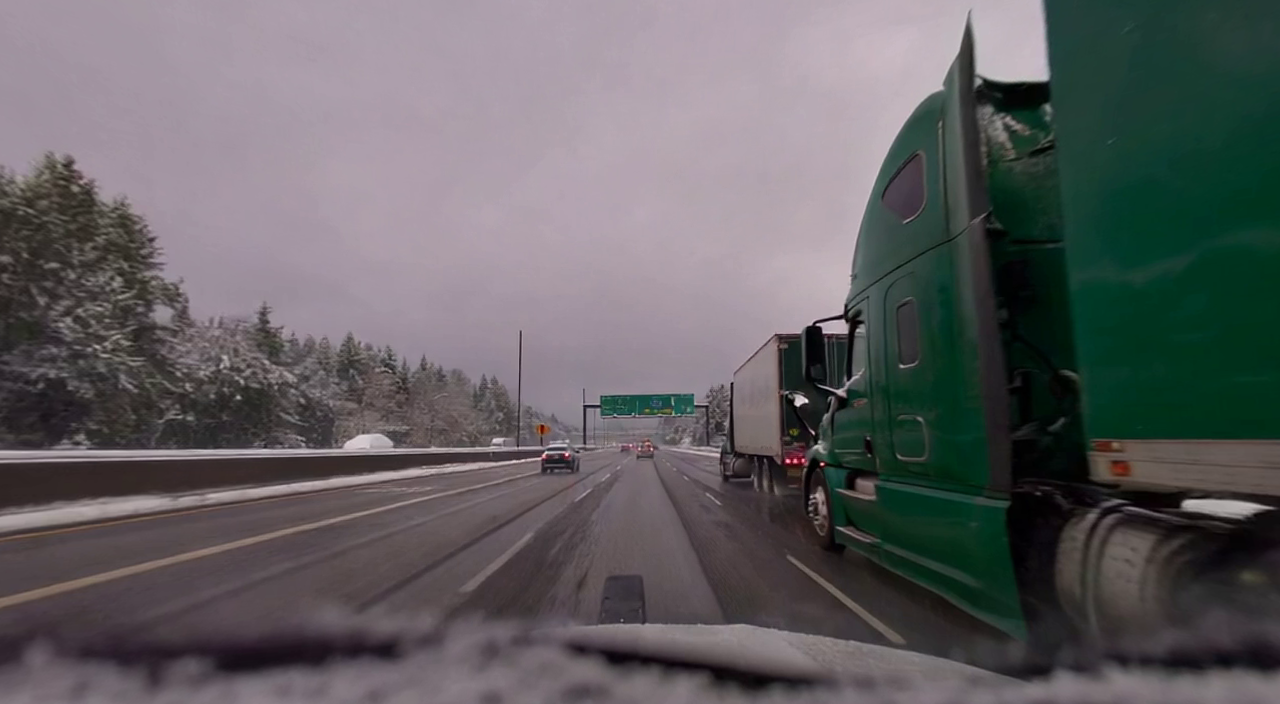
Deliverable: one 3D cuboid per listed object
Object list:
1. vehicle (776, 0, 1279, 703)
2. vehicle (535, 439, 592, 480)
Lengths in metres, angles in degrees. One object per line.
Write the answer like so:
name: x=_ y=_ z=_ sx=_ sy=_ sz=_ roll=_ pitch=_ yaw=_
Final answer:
vehicle: x=3.817 y=-0.150 z=3.119 sx=2.906 sy=4.117 sz=15.806 roll=0 pitch=-9 yaw=0
vehicle: x=-3.326 y=4.783 z=28.226 sx=2.000 sy=1.658 sz=4.155 roll=0 pitch=-9 yaw=1
